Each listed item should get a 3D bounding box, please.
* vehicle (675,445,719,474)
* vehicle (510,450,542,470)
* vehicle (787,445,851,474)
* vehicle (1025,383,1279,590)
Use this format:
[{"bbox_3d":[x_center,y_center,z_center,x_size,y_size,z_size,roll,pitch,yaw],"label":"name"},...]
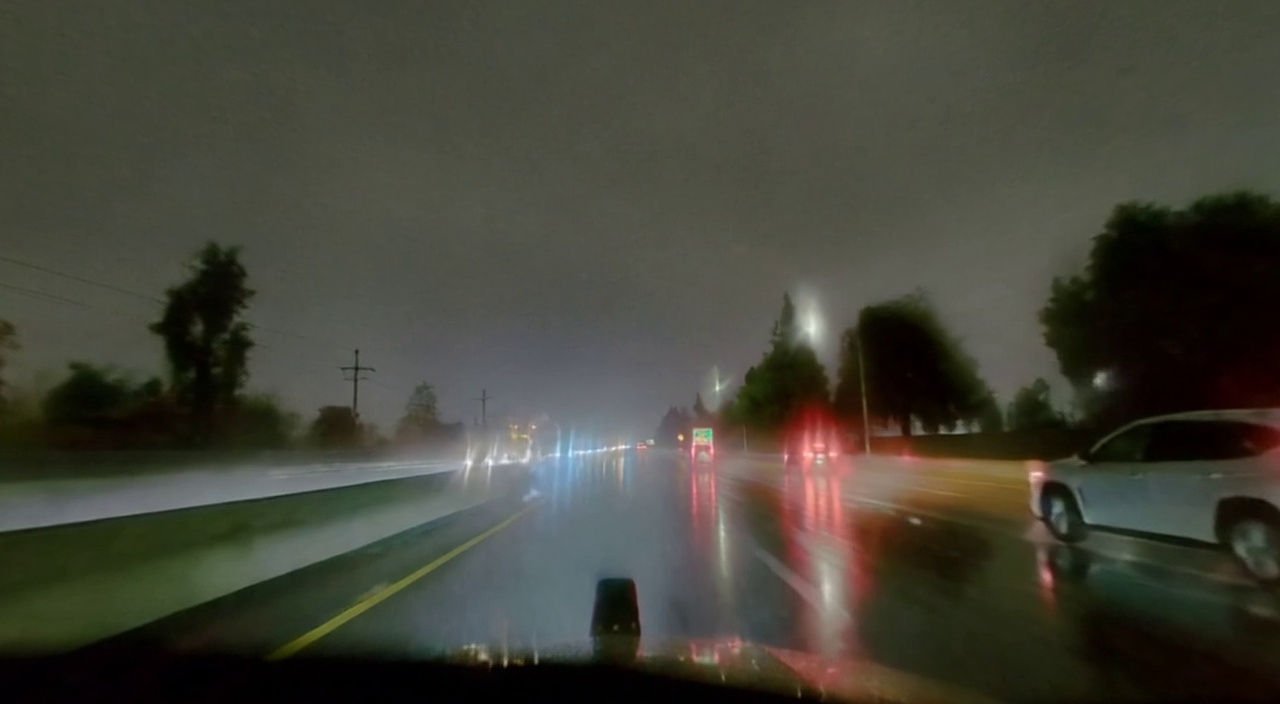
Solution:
[{"bbox_3d":[3.214,6.162,36.446,2.018,1.600,4.121,0,-9,-2],"label":"vehicle"},{"bbox_3d":[-8.938,8.450,49.677,1.798,1.465,3.431,0,-9,1],"label":"vehicle"},{"bbox_3d":[10.107,6.102,36.030,1.987,1.502,5.130,0,-9,-2],"label":"vehicle"},{"bbox_3d":[6.935,1.369,6.701,2.244,1.858,5.414,0,-9,0],"label":"vehicle"}]
